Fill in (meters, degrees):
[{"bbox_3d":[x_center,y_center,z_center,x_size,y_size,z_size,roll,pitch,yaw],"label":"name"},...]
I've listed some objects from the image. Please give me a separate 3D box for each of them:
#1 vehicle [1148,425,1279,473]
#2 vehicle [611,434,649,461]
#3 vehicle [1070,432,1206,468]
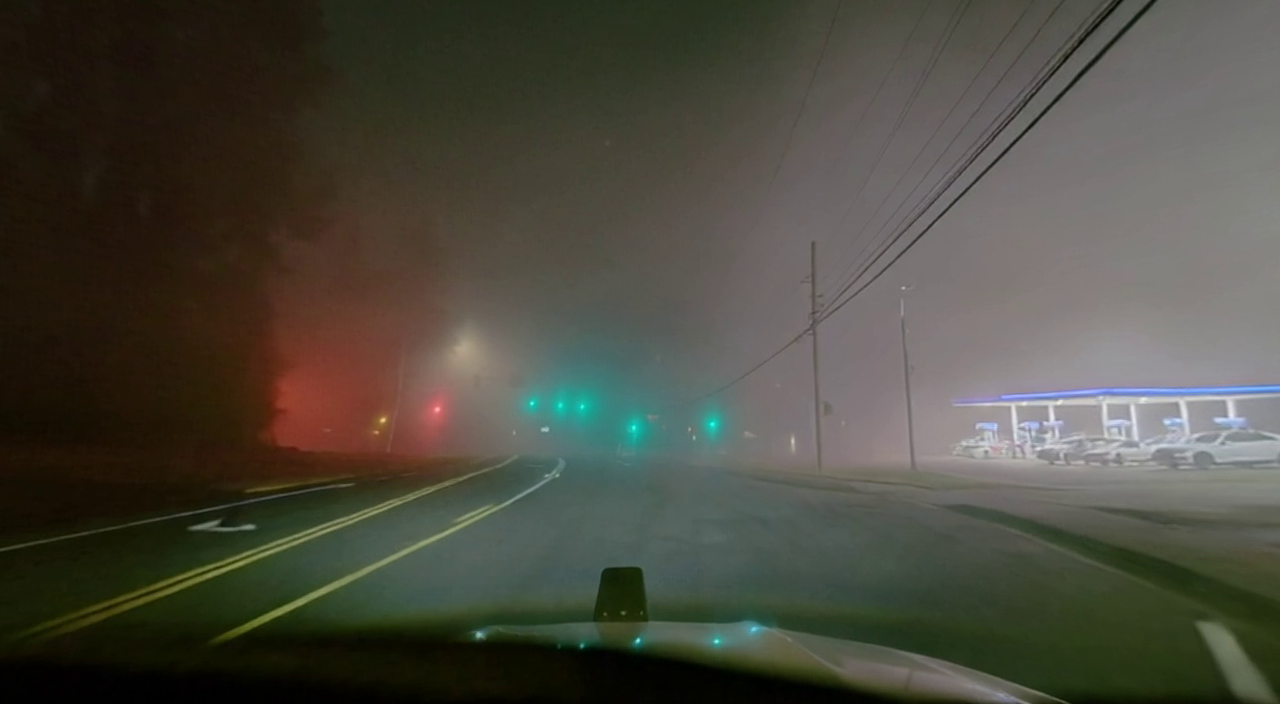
[{"bbox_3d":[23.255,3.848,25.004,4.594,1.790,2.042,2,-8,-9],"label":"vehicle"},{"bbox_3d":[-0.805,7.139,47.074,2.300,1.868,4.690,1,-9,-8],"label":"vehicle"},{"bbox_3d":[22.028,4.336,27.867,4.661,1.476,1.943,1,-9,-9],"label":"vehicle"}]
